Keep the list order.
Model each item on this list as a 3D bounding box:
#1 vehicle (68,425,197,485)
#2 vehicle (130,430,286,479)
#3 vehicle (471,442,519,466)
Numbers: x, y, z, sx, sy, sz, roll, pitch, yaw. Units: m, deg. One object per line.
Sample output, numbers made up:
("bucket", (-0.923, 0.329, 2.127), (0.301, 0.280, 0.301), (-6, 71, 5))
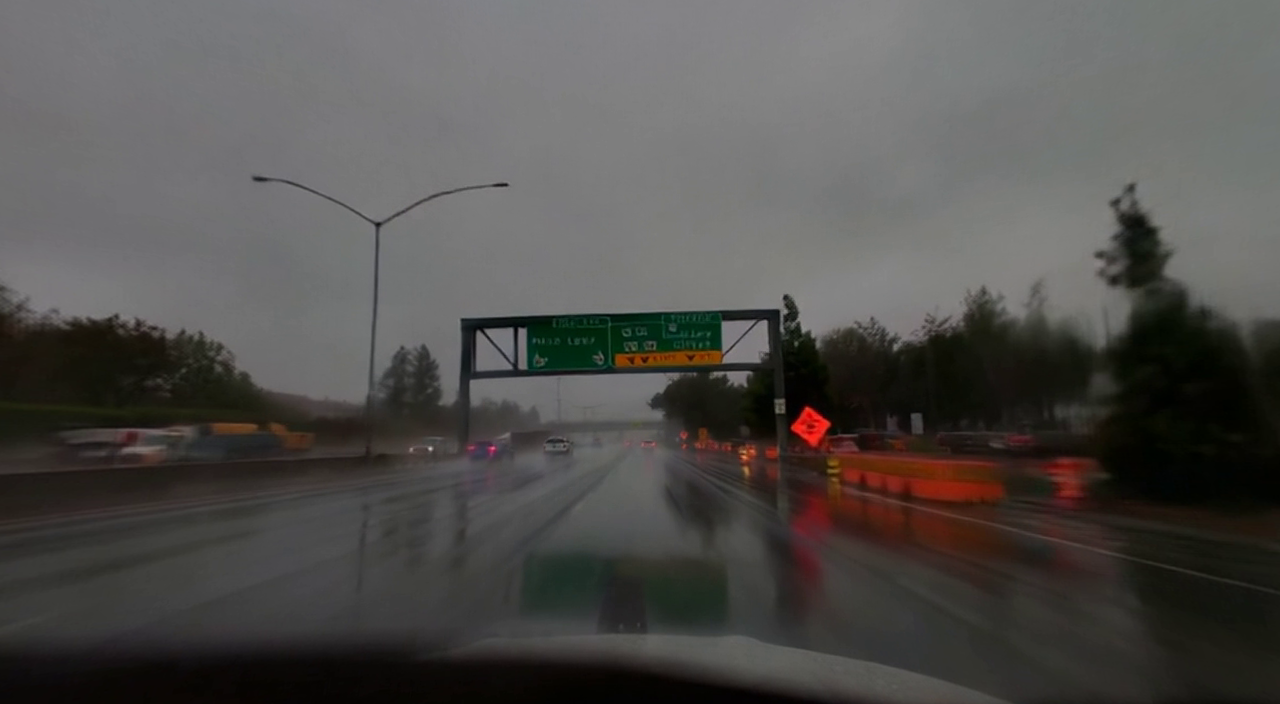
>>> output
("vehicle", (-30.049, 6.091, 37.620), (3.063, 3.267, 5.329), (0, -8, 1))
("vehicle", (-18.791, 4.528, 27.979), (2.447, 1.910, 6.271), (0, -9, 0))
("vehicle", (-9.762, 6.880, 42.747), (2.122, 1.511, 4.576), (0, -9, 0))
